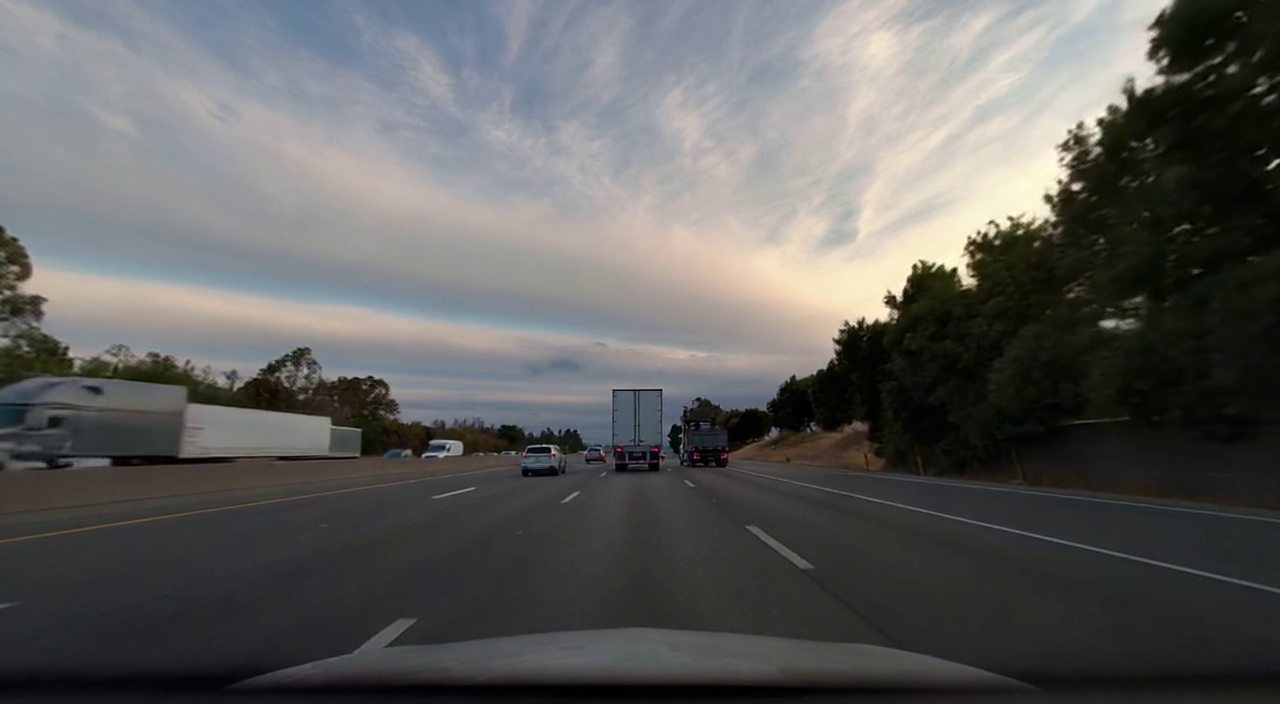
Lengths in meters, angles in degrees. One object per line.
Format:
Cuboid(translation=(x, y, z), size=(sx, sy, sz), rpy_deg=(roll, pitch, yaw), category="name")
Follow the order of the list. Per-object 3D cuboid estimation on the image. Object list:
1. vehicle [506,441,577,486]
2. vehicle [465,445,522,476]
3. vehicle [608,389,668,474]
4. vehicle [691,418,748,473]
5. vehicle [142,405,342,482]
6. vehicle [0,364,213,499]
Cuboid(translation=(-3.677, 4.227, 24.206), size=(2.061, 1.555, 3.900), rpy_deg=(0, -9, 0), category="vehicle")
Cuboid(translation=(-7.463, 5.556, 32.440), size=(1.926, 1.482, 3.959), rpy_deg=(0, -9, 1), category="vehicle")
Cuboid(translation=(-0.208, 4.746, 36.474), size=(2.875, 4.056, 12.312), rpy_deg=(0, -9, -1), category="vehicle")
Cuboid(translation=(4.420, 5.305, 35.782), size=(2.565, 2.902, 3.798), rpy_deg=(0, -9, -2), category="vehicle")
Cuboid(translation=(-18.545, 4.496, 30.749), size=(2.817, 3.096, 10.655), rpy_deg=(0, -9, 0), category="vehicle")
Cuboid(translation=(-18.443, 2.737, 21.076), size=(3.084, 3.687, 7.389), rpy_deg=(0, -9, -1), category="vehicle")
